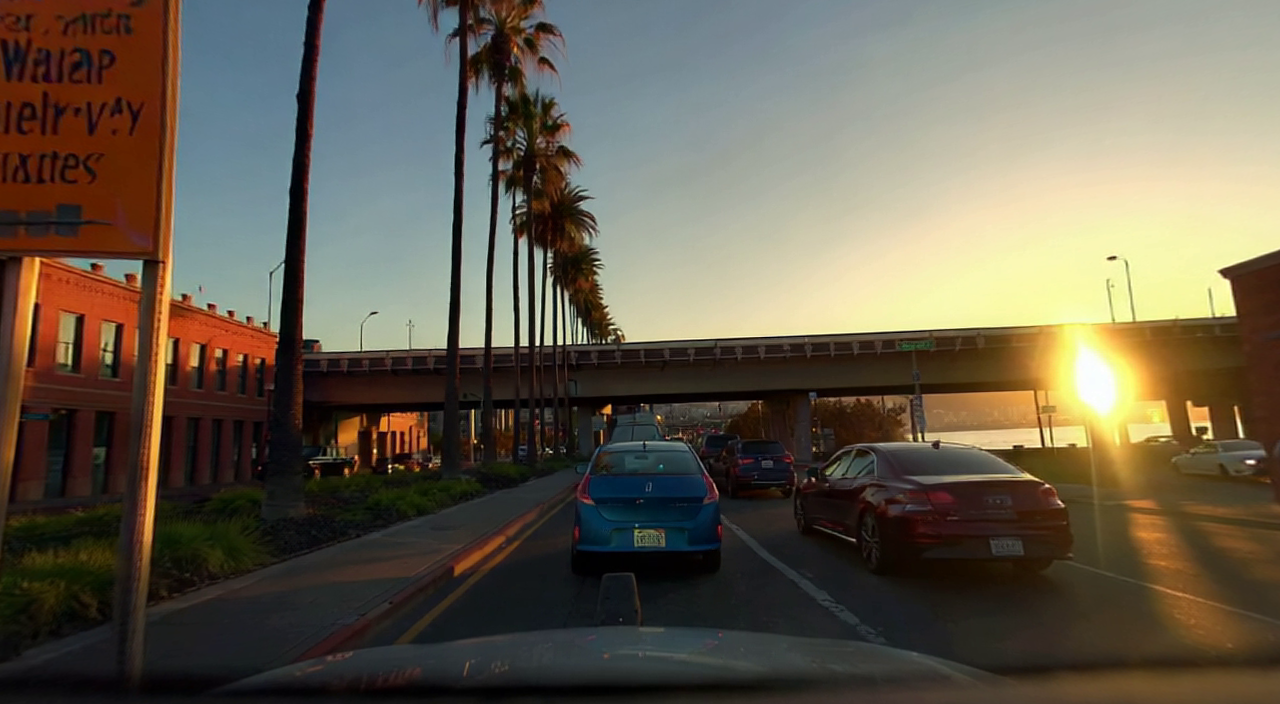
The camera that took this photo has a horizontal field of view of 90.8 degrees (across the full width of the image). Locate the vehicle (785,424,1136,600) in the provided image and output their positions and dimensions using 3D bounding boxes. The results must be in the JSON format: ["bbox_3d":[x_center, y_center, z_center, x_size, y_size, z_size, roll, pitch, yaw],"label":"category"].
[{"bbox_3d":[3.275,1.714,7.712,1.920,1.490,4.417,0,-9,-1],"label":"vehicle"}]

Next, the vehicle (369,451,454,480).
[{"bbox_3d":[-14.949,7.471,41.654,4.852,1.802,2.104,1,-8,-6],"label":"vehicle"}]

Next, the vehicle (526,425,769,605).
[{"bbox_3d":[0.058,1.666,7.267,2.048,1.503,3.681,0,-9,0],"label":"vehicle"}]
